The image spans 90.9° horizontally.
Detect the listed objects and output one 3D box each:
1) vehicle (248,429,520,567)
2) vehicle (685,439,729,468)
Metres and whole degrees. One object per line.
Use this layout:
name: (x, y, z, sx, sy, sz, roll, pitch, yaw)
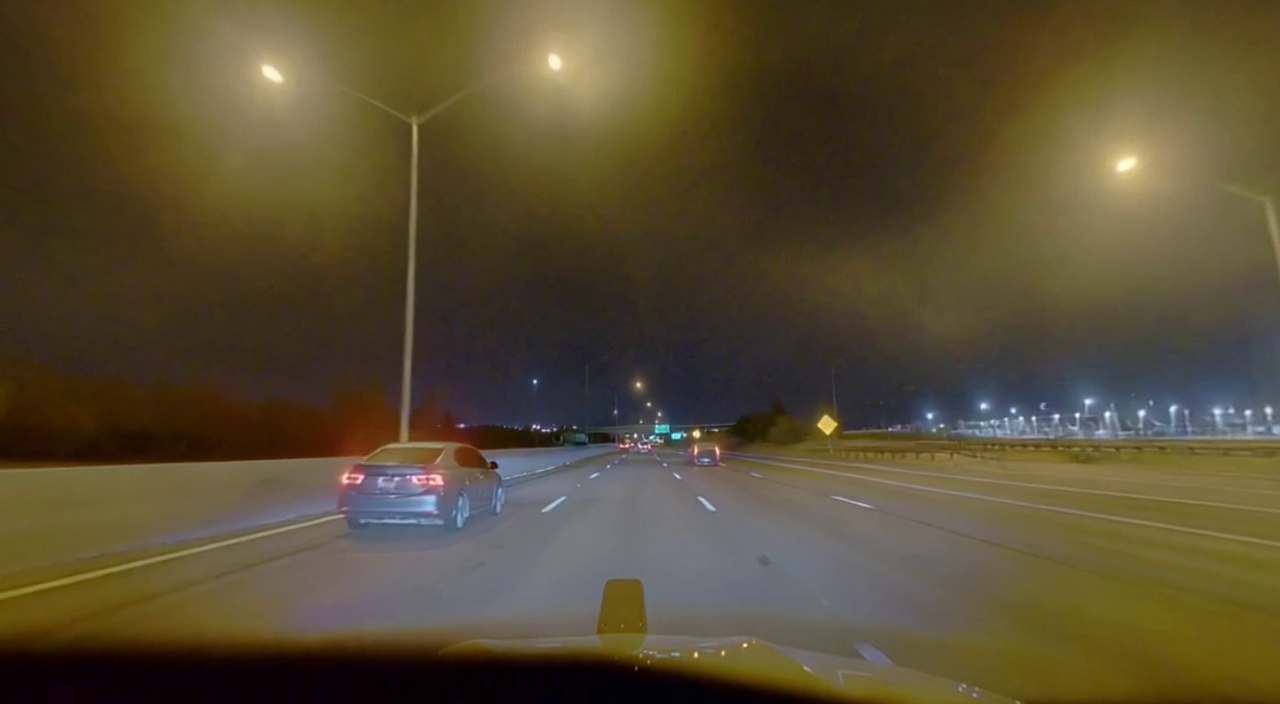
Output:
vehicle: (-3.294, 1.959, 9.380, 1.979, 1.505, 4.705, 0, -8, 1)
vehicle: (3.682, 5.663, 35.463, 1.949, 1.515, 4.374, 0, -8, -1)
